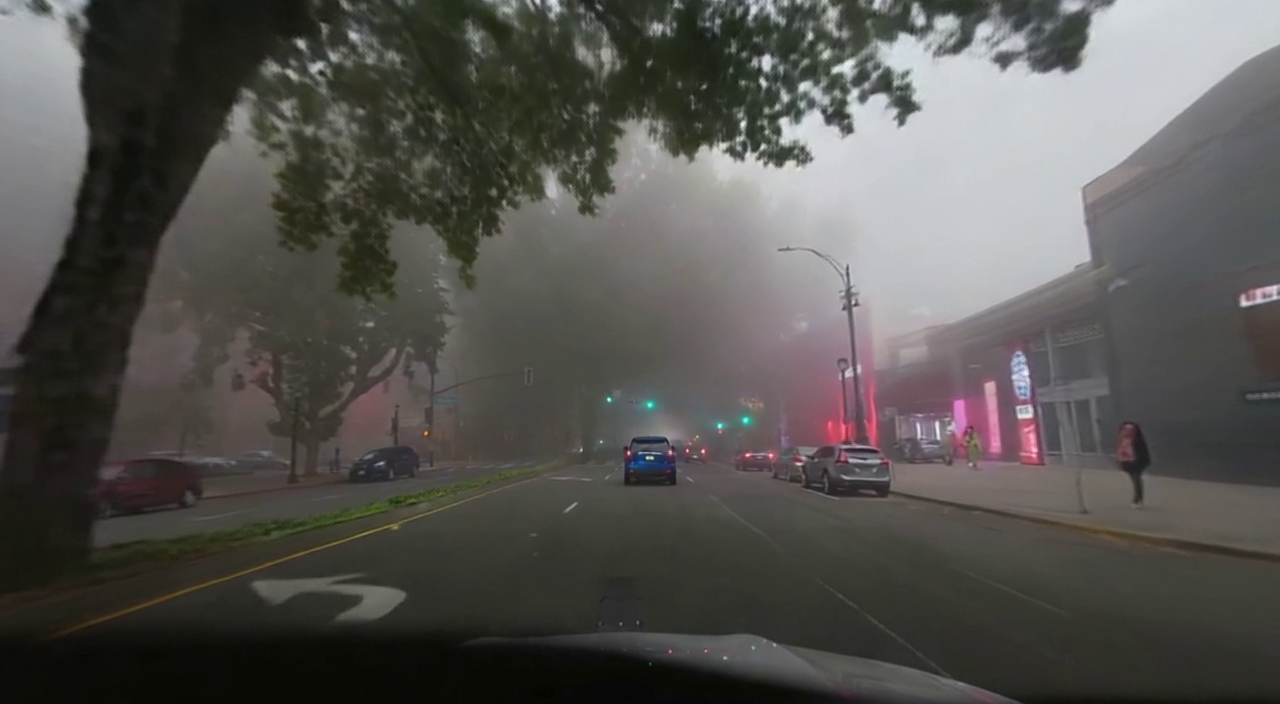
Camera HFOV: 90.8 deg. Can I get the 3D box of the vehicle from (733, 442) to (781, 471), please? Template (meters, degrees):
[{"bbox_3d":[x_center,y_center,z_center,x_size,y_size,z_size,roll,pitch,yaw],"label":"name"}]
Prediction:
[{"bbox_3d":[6.696,6.024,36.603,1.986,1.515,4.265,0,-9,0],"label":"vehicle"}]

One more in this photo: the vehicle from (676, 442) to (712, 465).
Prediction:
[{"bbox_3d":[3.714,7.064,44.203,2.209,1.478,4.138,0,-8,0],"label":"vehicle"}]

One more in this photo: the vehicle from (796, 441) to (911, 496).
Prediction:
[{"bbox_3d":[6.448,3.564,19.724,2.048,1.484,4.709,0,-8,1],"label":"vehicle"}]

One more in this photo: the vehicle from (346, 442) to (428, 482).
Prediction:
[{"bbox_3d":[-13.496,5.870,34.109,2.197,1.985,5.183,0,-8,1],"label":"vehicle"}]

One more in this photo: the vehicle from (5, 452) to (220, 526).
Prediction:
[{"bbox_3d":[-13.775,3.546,16.949,1.934,1.639,4.387,0,-8,0],"label":"vehicle"}]

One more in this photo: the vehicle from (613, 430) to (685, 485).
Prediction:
[{"bbox_3d":[0.287,3.822,23.202,2.382,1.796,4.610,0,-8,0],"label":"vehicle"}]
